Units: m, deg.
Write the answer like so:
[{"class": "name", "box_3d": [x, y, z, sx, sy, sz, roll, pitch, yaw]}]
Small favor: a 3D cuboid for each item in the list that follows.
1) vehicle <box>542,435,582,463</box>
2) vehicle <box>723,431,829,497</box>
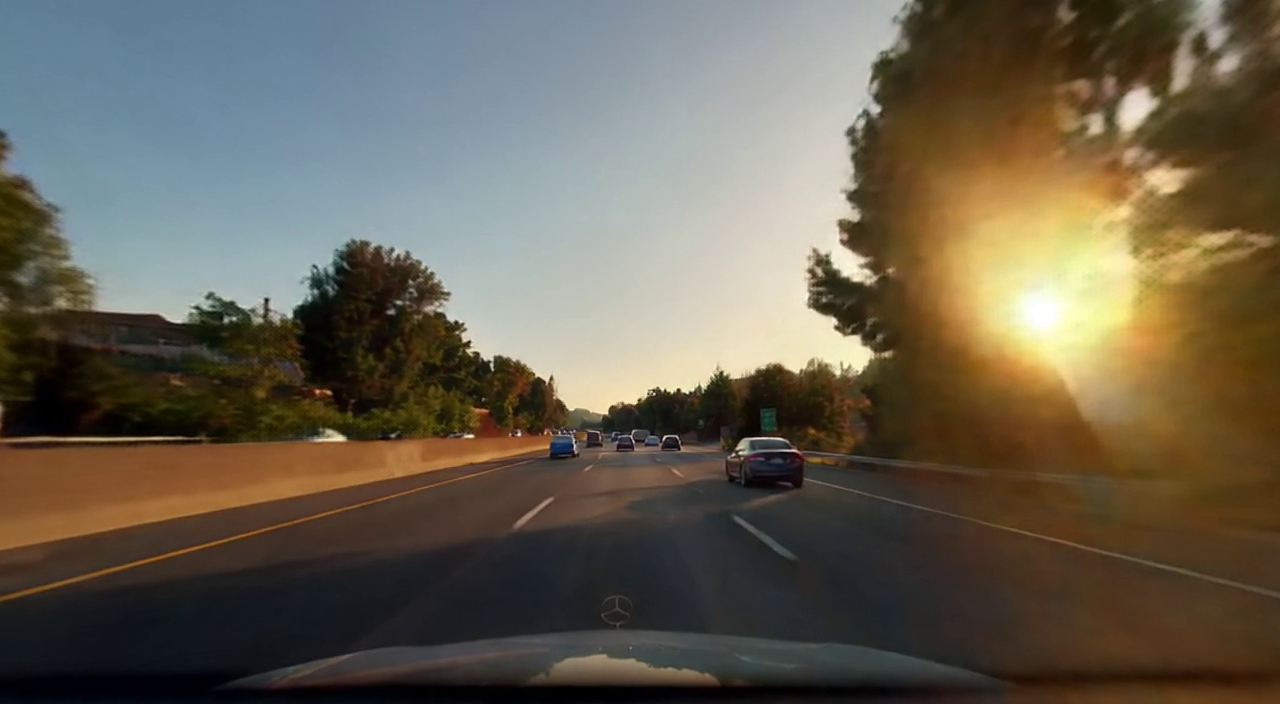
[{"class": "vehicle", "box_3d": [-4.574, 5.711, 37.417, 1.941, 1.529, 4.111, 0, -8, -1]}, {"class": "vehicle", "box_3d": [3.495, 2.929, 16.952, 1.883, 1.536, 3.792, 0, -8, -2]}]
